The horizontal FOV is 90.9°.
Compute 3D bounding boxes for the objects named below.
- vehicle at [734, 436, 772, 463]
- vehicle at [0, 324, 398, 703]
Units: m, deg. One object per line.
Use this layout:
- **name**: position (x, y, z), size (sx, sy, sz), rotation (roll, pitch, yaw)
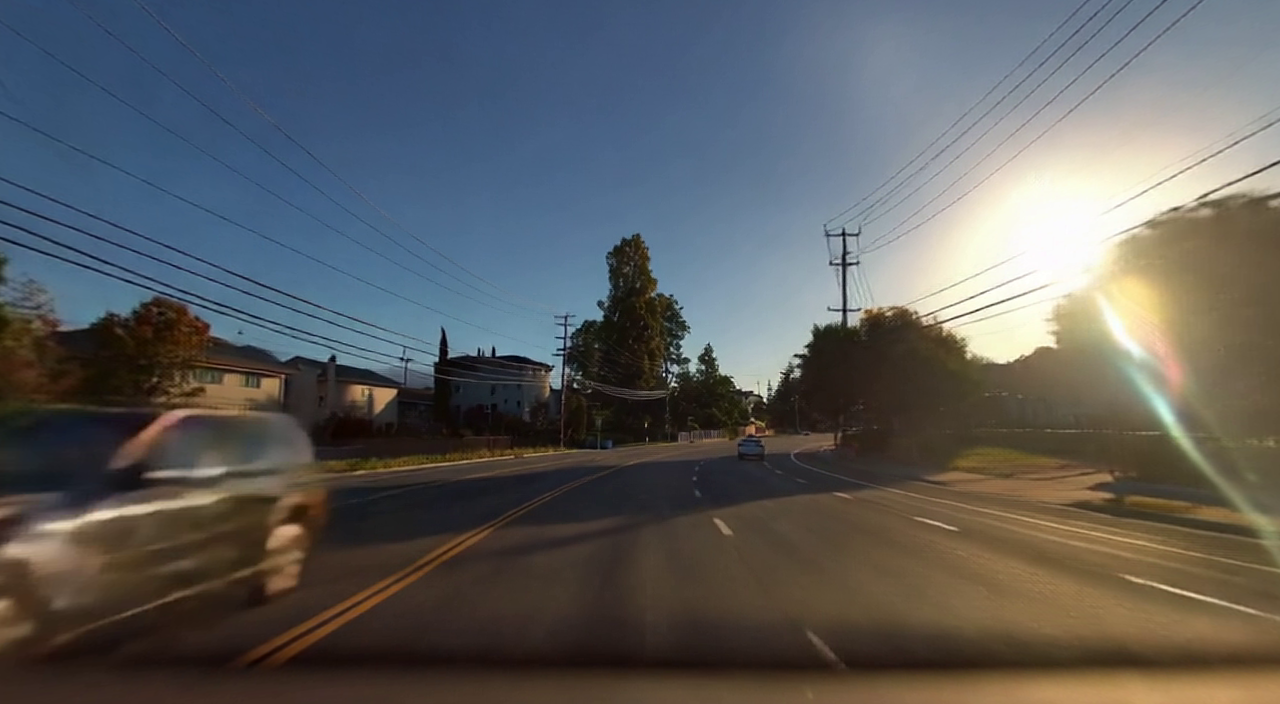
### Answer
- **vehicle**: position (6.606, 5.712, 36.868), size (1.982, 1.451, 4.152), rotation (-2, -9, 10)
- **vehicle**: position (-3.769, 1.038, 4.326), size (2.191, 1.771, 4.981), rotation (-1, -9, 1)
